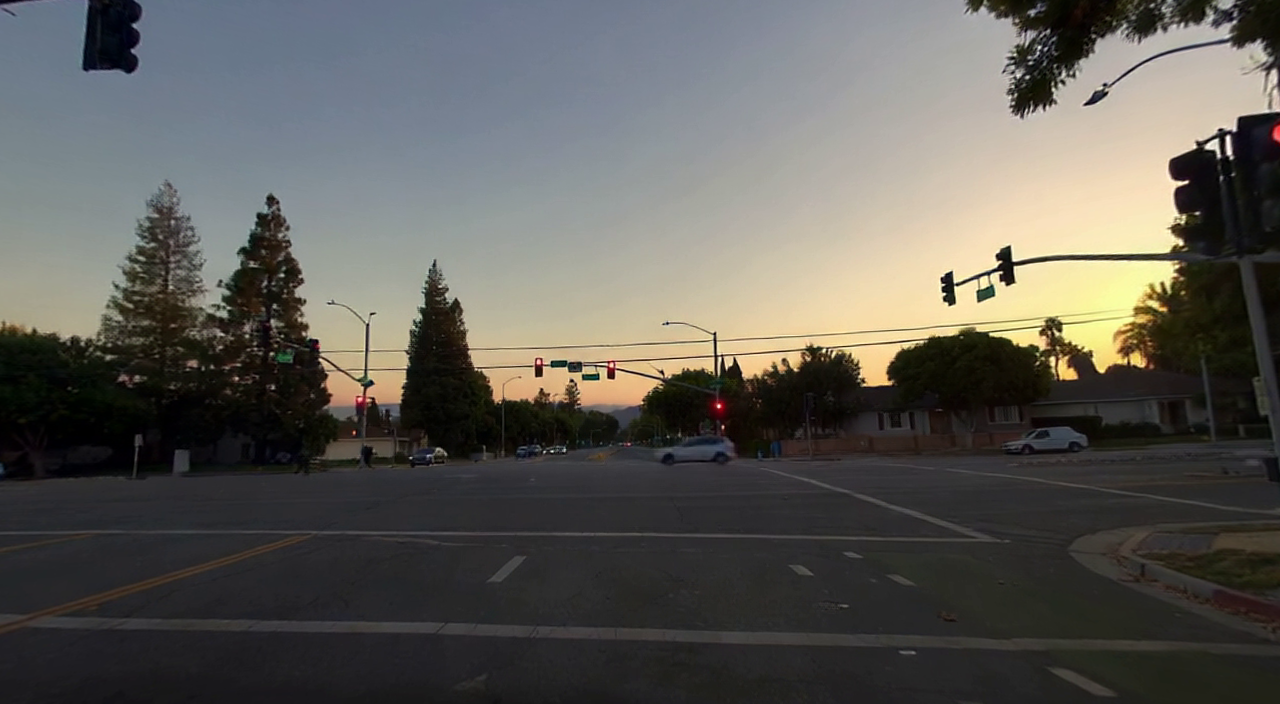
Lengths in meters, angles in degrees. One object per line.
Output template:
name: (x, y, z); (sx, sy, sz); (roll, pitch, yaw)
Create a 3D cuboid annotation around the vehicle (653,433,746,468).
vehicle: (3.125, 5.207, 33.373); (4.706, 1.710, 1.932); (-1, -8, 5)

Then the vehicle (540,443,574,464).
vehicle: (-6.139, 7.523, 47.046); (1.936, 1.444, 4.168); (0, -8, 0)
